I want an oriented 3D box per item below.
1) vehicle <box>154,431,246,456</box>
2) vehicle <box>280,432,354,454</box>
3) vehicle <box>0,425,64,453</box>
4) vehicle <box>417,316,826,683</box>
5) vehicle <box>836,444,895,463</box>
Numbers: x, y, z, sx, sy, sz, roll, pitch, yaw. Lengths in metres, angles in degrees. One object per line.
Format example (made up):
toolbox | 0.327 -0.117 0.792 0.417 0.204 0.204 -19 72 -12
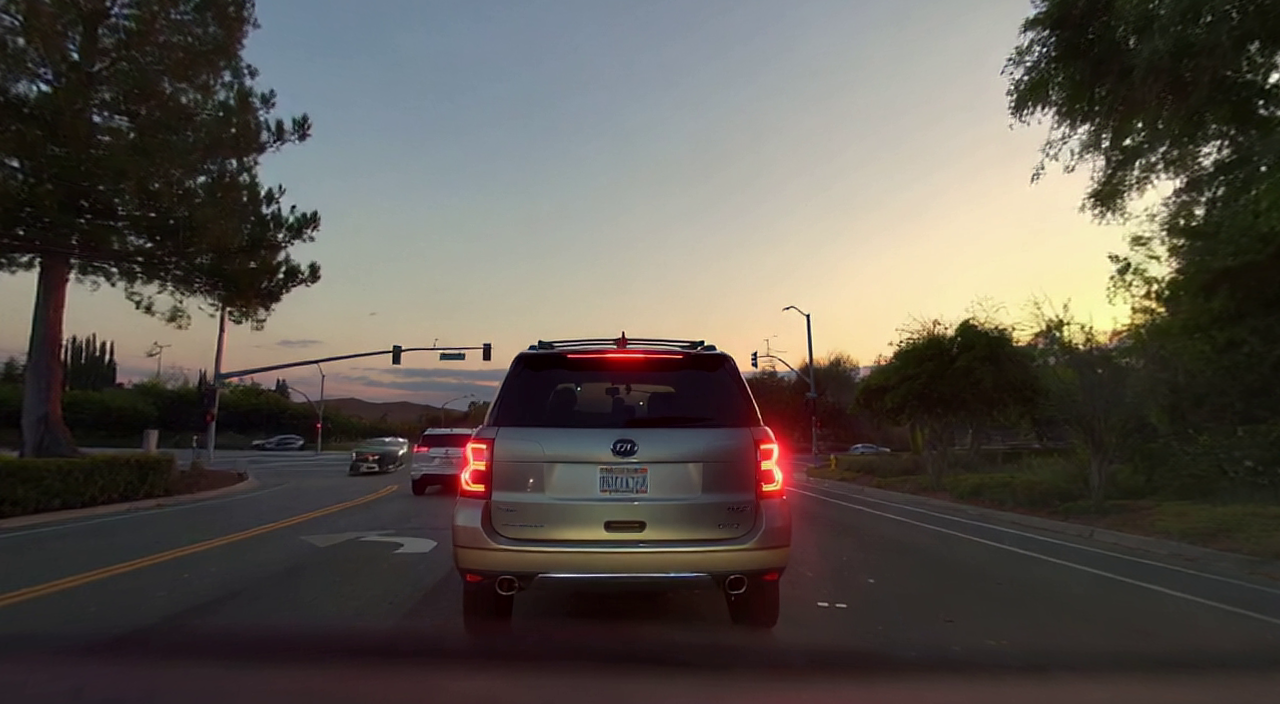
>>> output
vehicle | -28.379 5.934 40.838 4.435 1.574 1.816 1 -9 -9
vehicle | -24.755 7.008 48.483 4.576 1.632 1.960 1 -9 -8
vehicle | -38.190 5.337 38.666 3.926 1.536 1.731 -1 -9 -6
vehicle | -0.245 1.161 6.015 2.333 2.087 4.586 1 -8 -4
vehicle | 17.685 7.941 49.455 4.327 1.462 1.776 4 -9 -26
